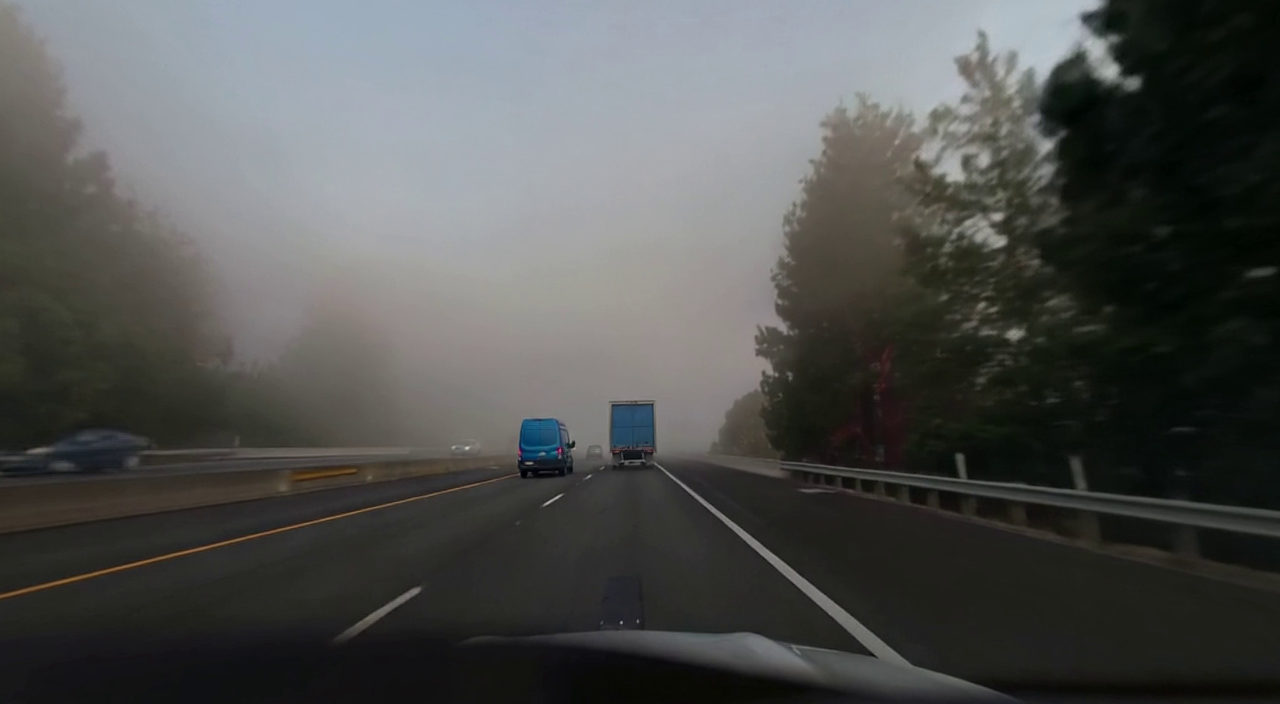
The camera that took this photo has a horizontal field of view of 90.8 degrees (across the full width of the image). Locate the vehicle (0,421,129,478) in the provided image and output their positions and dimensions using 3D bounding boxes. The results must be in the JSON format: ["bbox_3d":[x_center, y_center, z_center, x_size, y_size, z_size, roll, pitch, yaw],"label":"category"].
[{"bbox_3d":[-17.300,2.828,18.319,1.757,1.478,3.711,0,-9,0],"label":"vehicle"}]

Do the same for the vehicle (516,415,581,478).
[{"bbox_3d":[-4.407,4.704,31.417,2.357,2.786,6.144,0,-9,-1],"label":"vehicle"}]

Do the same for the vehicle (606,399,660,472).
[{"bbox_3d":[-0.465,5.425,40.261,2.995,4.036,10.311,0,-9,-1],"label":"vehicle"}]

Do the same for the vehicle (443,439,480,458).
[{"bbox_3d":[-13.980,7.615,49.672,1.766,1.459,3.806,0,-9,0],"label":"vehicle"}]
